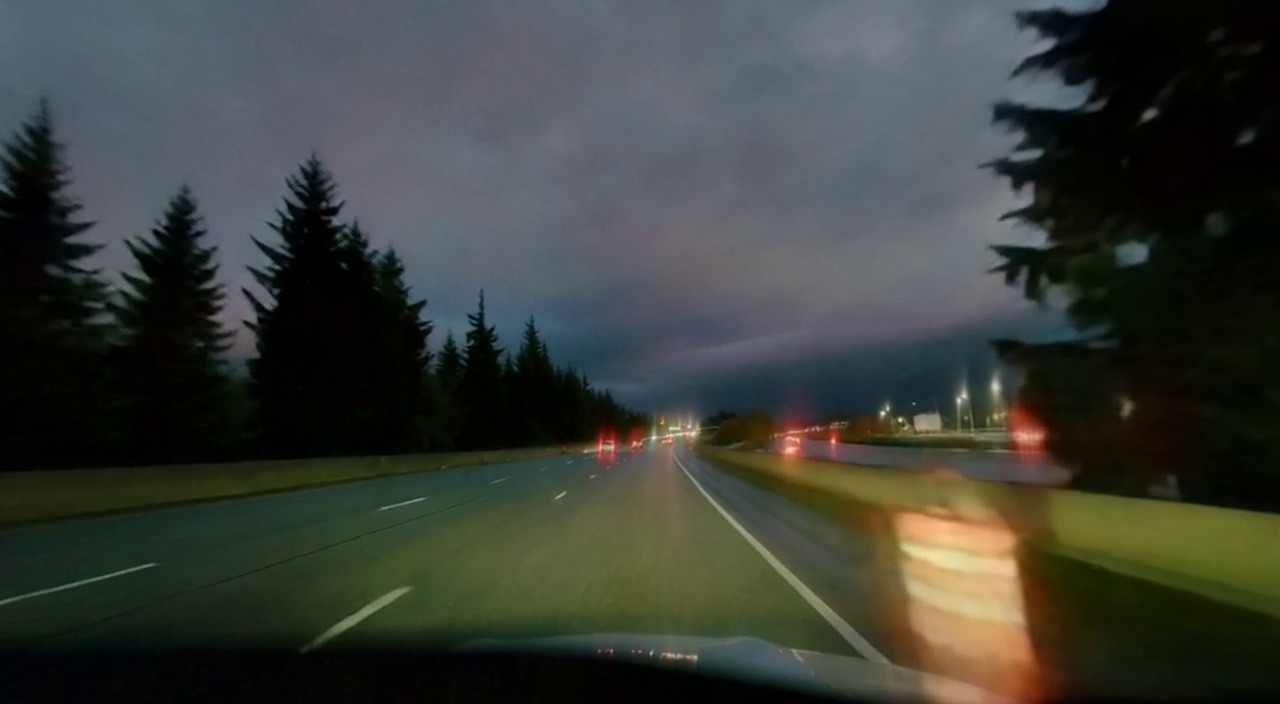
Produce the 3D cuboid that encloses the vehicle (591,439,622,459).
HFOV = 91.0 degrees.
[{"bbox_3d":[-2.585,7.593,49.341,2.118,1.475,4.263,0,-8,2],"label":"vehicle"}]
